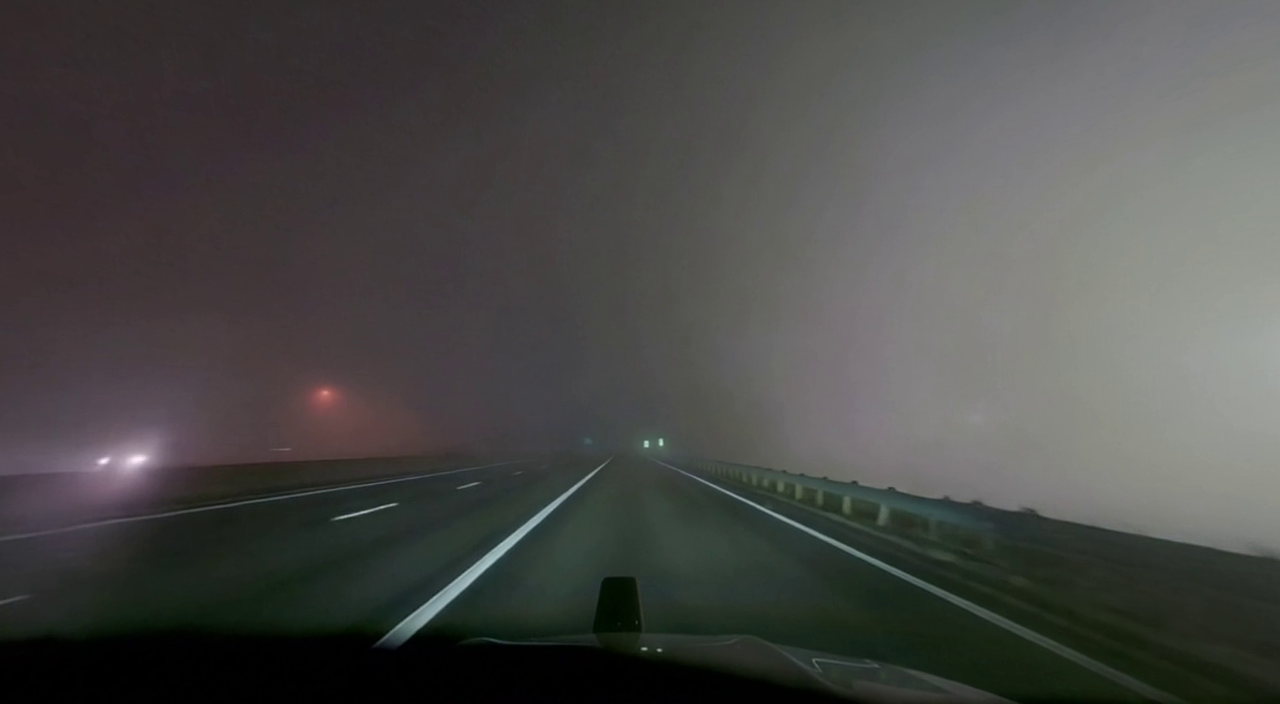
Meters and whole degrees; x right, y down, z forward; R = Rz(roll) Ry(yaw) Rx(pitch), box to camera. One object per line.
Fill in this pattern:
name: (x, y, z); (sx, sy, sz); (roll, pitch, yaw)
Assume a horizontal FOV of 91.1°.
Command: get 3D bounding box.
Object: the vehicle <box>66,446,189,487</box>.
vehicle: (-21.846, 4.876, 27.065); (1.812, 1.593, 4.308); (0, -9, -3)
